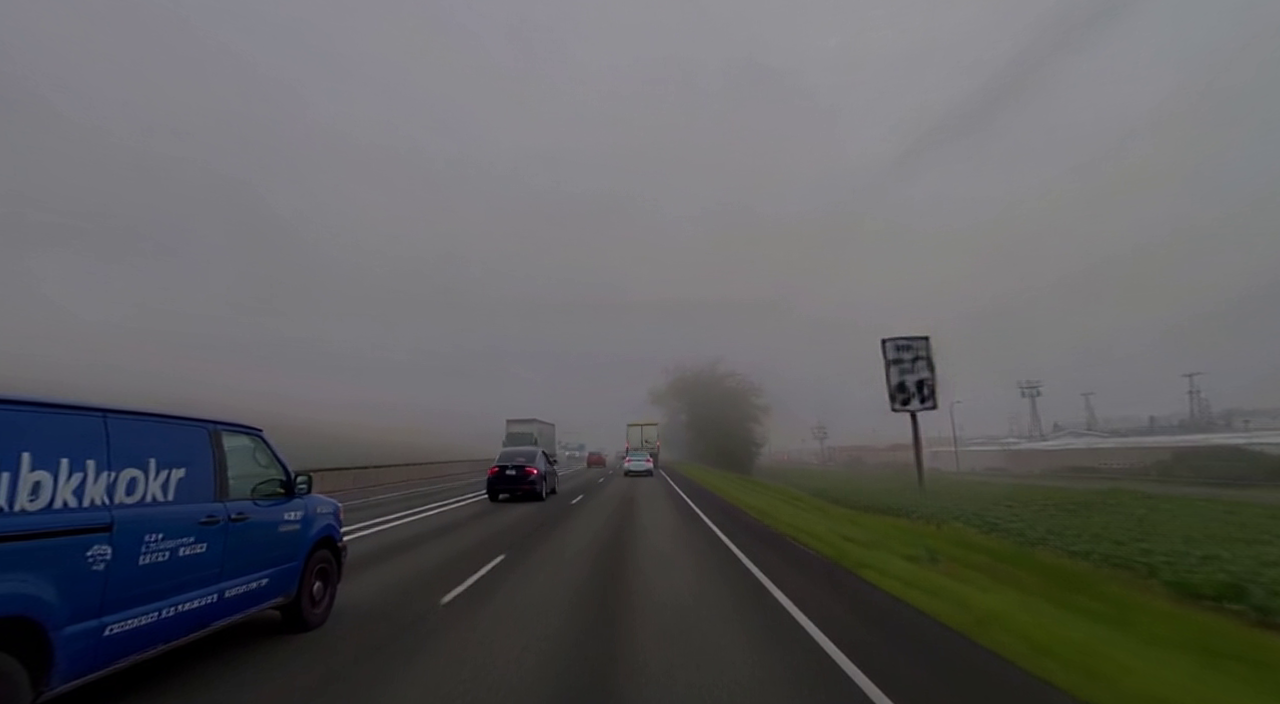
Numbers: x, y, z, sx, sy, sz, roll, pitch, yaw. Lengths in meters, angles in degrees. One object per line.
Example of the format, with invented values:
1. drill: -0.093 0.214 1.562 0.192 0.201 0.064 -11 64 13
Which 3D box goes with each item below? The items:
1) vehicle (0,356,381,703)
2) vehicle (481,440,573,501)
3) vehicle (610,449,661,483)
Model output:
1. vehicle: -3.300 1.017 3.145 2.117 1.688 4.582 0 -9 -1
2. vehicle: -3.223 3.458 18.802 1.937 1.600 4.141 0 -9 1
3. vehicle: -0.218 5.012 28.024 2.095 1.393 3.908 0 -9 -1
